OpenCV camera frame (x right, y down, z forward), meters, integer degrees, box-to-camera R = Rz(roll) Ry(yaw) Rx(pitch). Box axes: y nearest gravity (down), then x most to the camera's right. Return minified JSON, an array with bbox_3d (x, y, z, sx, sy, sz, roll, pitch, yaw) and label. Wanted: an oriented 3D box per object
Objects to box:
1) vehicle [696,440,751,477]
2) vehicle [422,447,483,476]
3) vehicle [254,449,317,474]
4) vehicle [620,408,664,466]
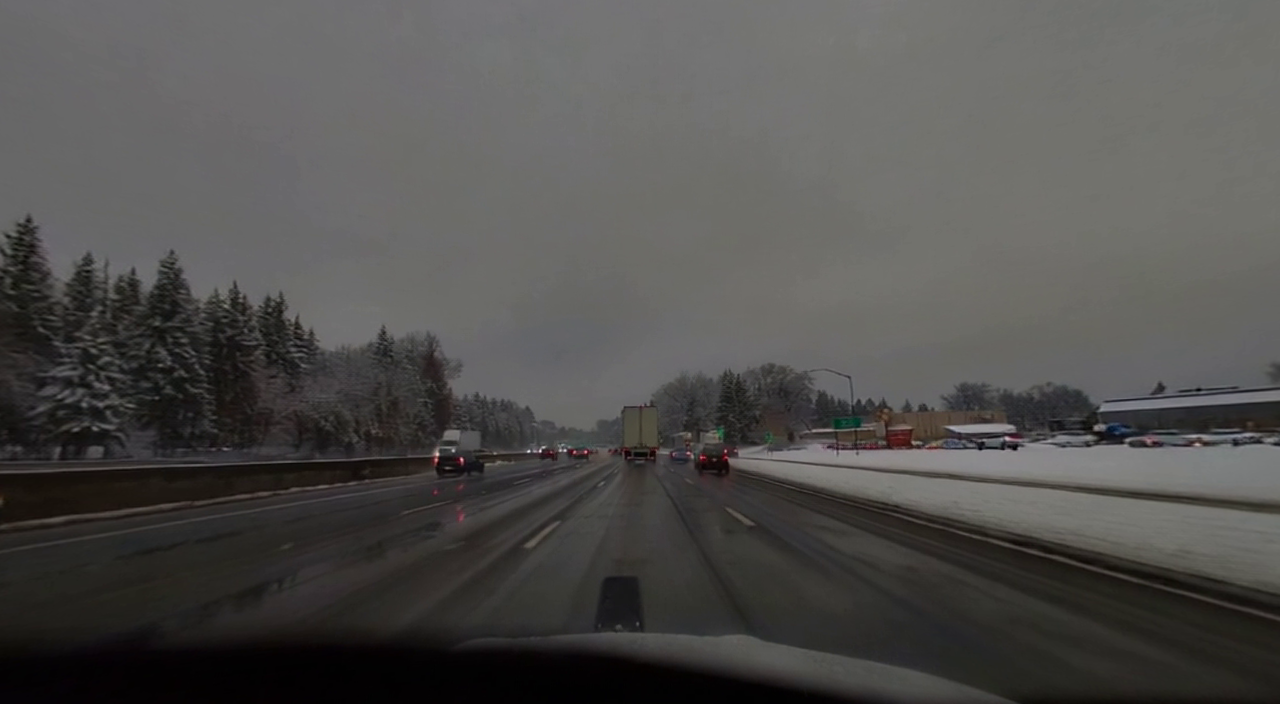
[{"bbox_3d":[4.082,5.288,31.571,2.107,1.707,4.445,0,-9,0],"label":"vehicle"},{"bbox_3d":[-10.592,6.208,35.906,2.015,1.521,4.550,0,-9,0],"label":"vehicle"},{"bbox_3d":[-27.420,8.457,48.958,2.131,1.760,4.698,0,-8,0],"label":"vehicle"},{"bbox_3d":[0.330,6.603,48.460,3.012,3.928,10.262,0,-9,2],"label":"vehicle"}]
